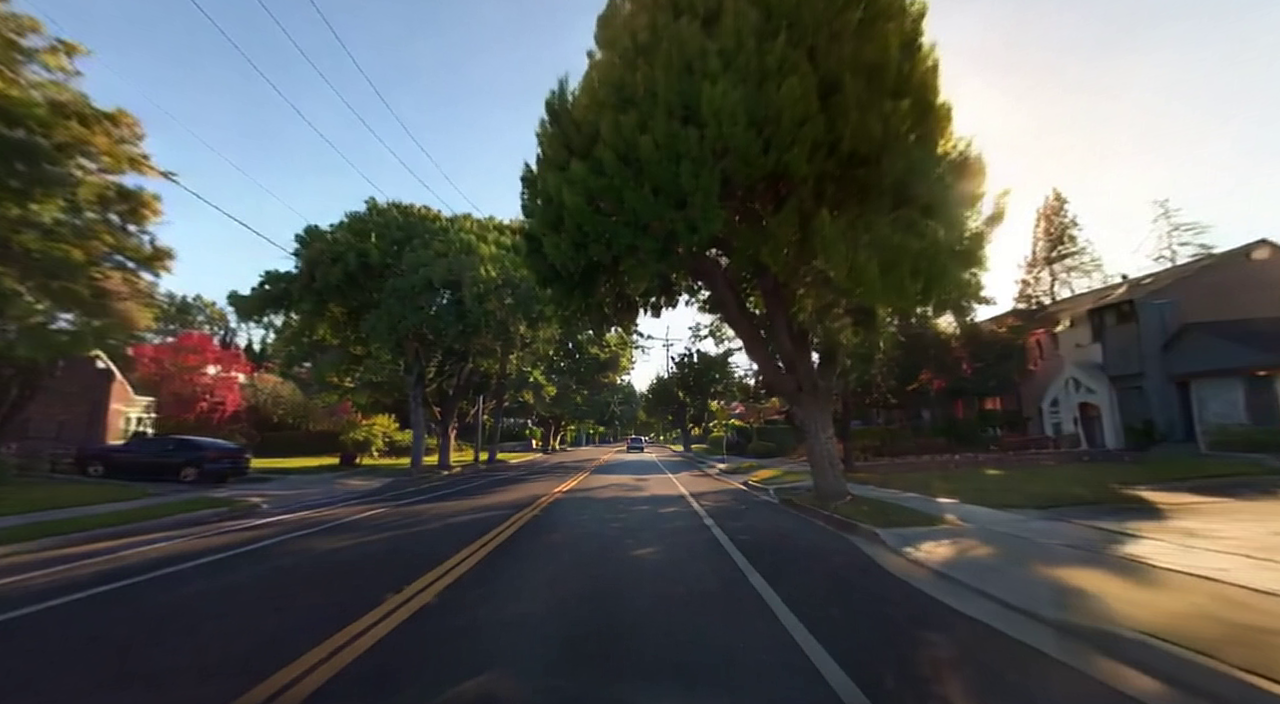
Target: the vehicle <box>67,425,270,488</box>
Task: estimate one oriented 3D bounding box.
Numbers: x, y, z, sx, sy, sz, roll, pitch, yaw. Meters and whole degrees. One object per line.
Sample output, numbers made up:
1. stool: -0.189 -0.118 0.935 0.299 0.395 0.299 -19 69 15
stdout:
1. vehicle: -14.771 3.298 20.074 4.662 1.832 2.063 1 -8 -5
